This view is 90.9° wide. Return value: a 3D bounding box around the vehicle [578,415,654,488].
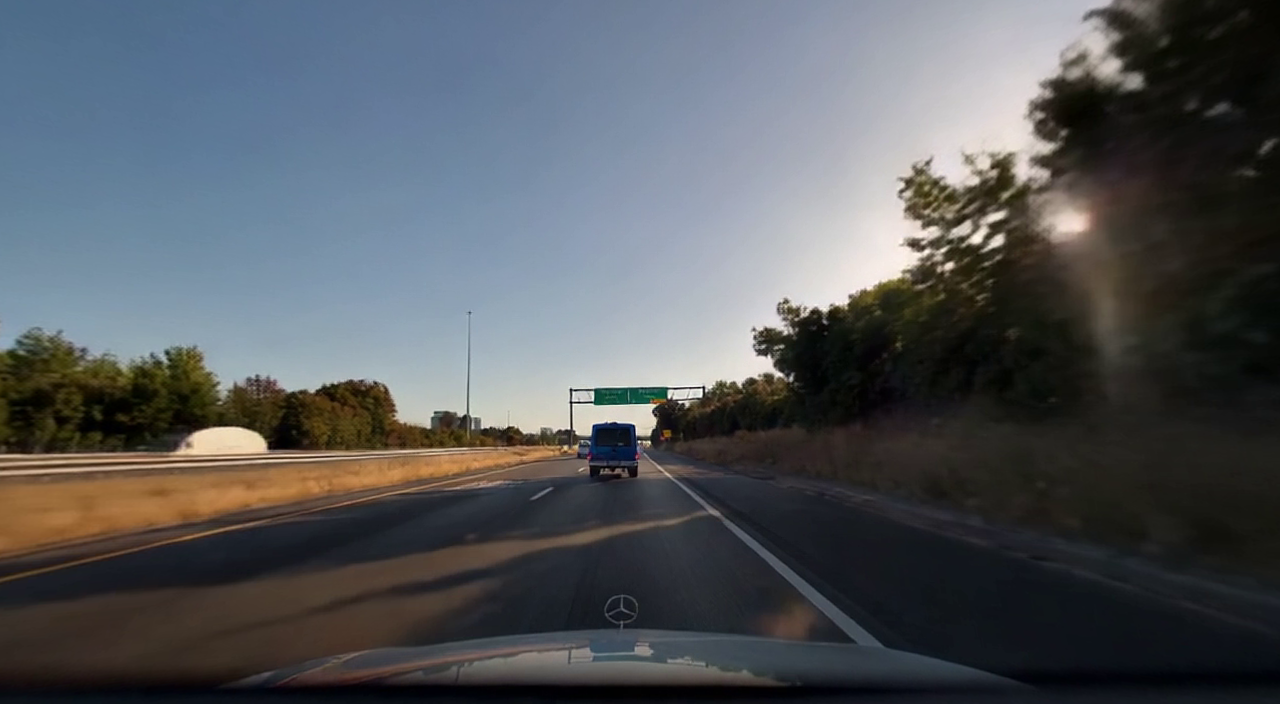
[{"bbox_3d":[-0.752,3.326,21.250,2.248,2.154,4.892,0,-8,-1],"label":"vehicle"}]
